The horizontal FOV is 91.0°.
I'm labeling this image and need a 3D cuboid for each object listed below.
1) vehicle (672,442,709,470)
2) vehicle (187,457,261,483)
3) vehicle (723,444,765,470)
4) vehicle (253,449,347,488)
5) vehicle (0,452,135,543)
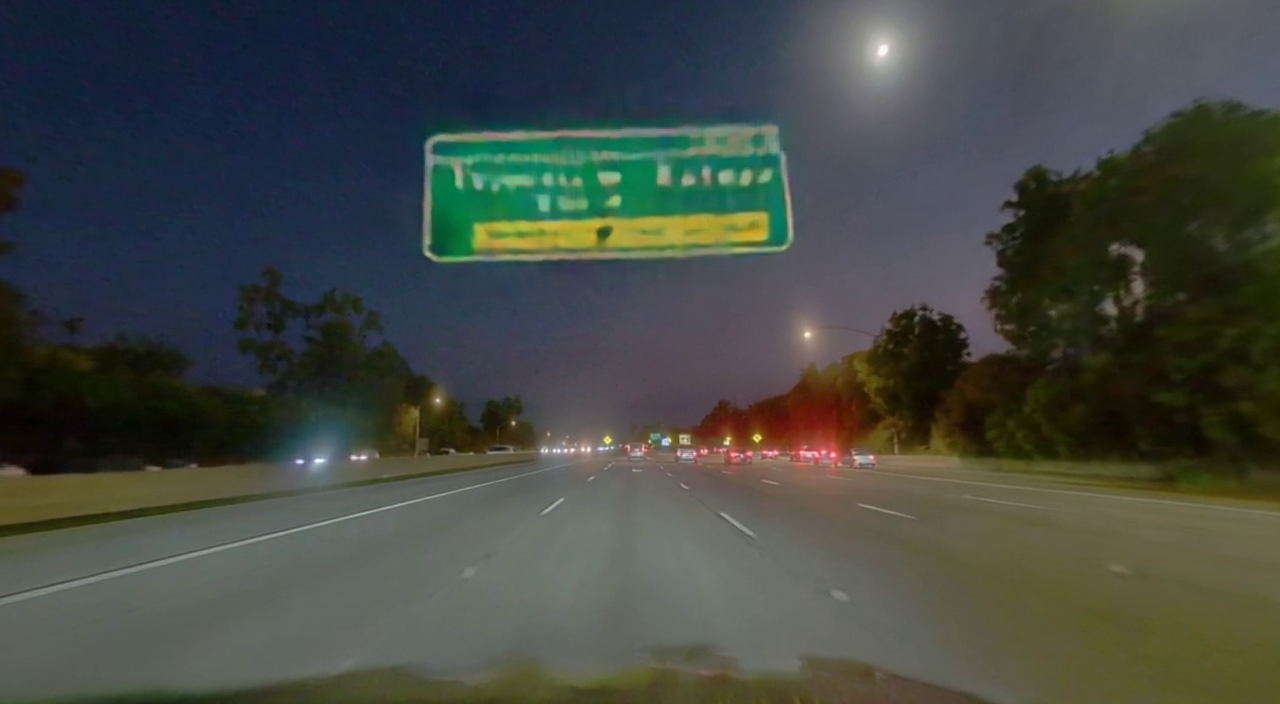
[{"bbox_3d":[3.239,6.752,41.125,2.035,1.704,3.867,0,-8,-2],"label":"vehicle"},{"bbox_3d":[-28.057,7.947,42.662,1.886,1.545,4.647,0,-8,0],"label":"vehicle"},{"bbox_3d":[6.761,6.861,41.330,1.902,1.623,4.360,0,-8,-2],"label":"vehicle"},{"bbox_3d":[-17.029,5.803,31.858,2.088,1.769,4.968,0,-8,-2],"label":"vehicle"},{"bbox_3d":[-11.858,2.556,11.195,1.980,1.494,4.511,0,-8,0],"label":"vehicle"}]
